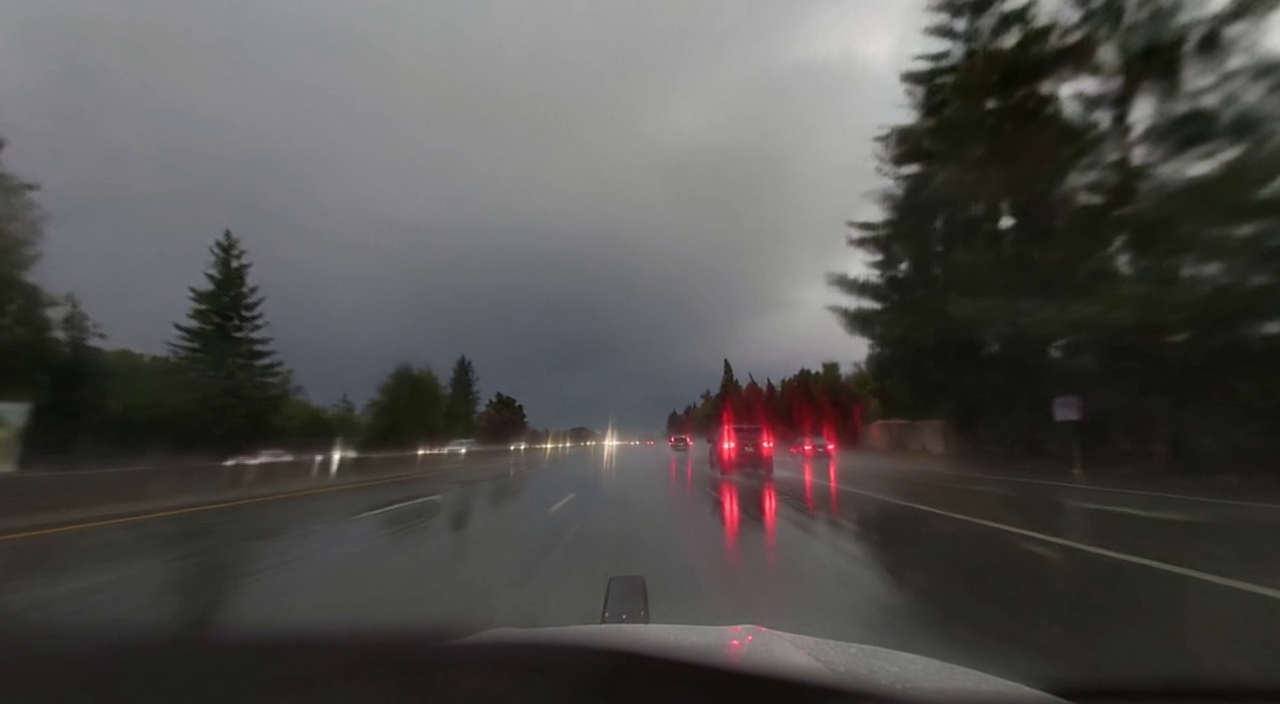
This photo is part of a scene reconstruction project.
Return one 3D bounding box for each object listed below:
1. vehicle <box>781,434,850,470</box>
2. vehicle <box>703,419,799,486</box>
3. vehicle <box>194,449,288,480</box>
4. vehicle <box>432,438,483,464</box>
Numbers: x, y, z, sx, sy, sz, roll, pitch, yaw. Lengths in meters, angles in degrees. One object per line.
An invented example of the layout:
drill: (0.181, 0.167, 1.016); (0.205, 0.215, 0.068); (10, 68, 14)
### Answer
vehicle: (8.836, 5.056, 32.162); (2.045, 1.658, 4.598); (0, -8, -2)
vehicle: (3.573, 3.400, 21.560); (2.218, 1.964, 5.662); (0, -8, 0)
vehicle: (-21.136, 5.944, 33.684); (1.919, 1.469, 4.684); (-1, -8, 0)
vehicle: (-13.998, 7.606, 48.761); (2.297, 1.834, 5.498); (-1, -8, 1)
